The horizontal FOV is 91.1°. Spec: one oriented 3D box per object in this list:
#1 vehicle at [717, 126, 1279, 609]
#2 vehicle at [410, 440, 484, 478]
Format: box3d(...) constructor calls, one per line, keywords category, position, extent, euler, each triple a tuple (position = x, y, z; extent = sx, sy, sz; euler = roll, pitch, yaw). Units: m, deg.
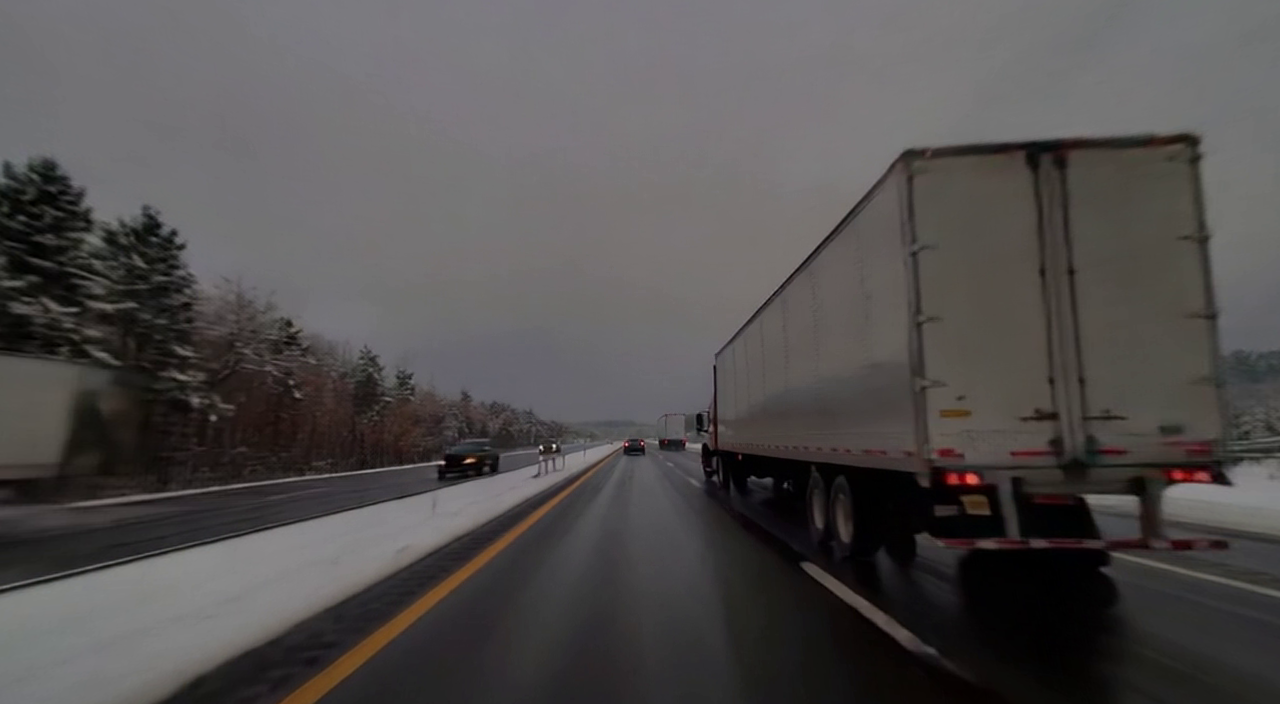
box3d(category="vehicle", position=(3.904, 0.960, 12.090), extent=(2.919, 4.004, 13.911), euler=(0, -8, -1))
box3d(category="vehicle", position=(-8.200, 4.550, 27.108), extent=(1.912, 1.506, 3.878), euler=(0, -8, 0))
